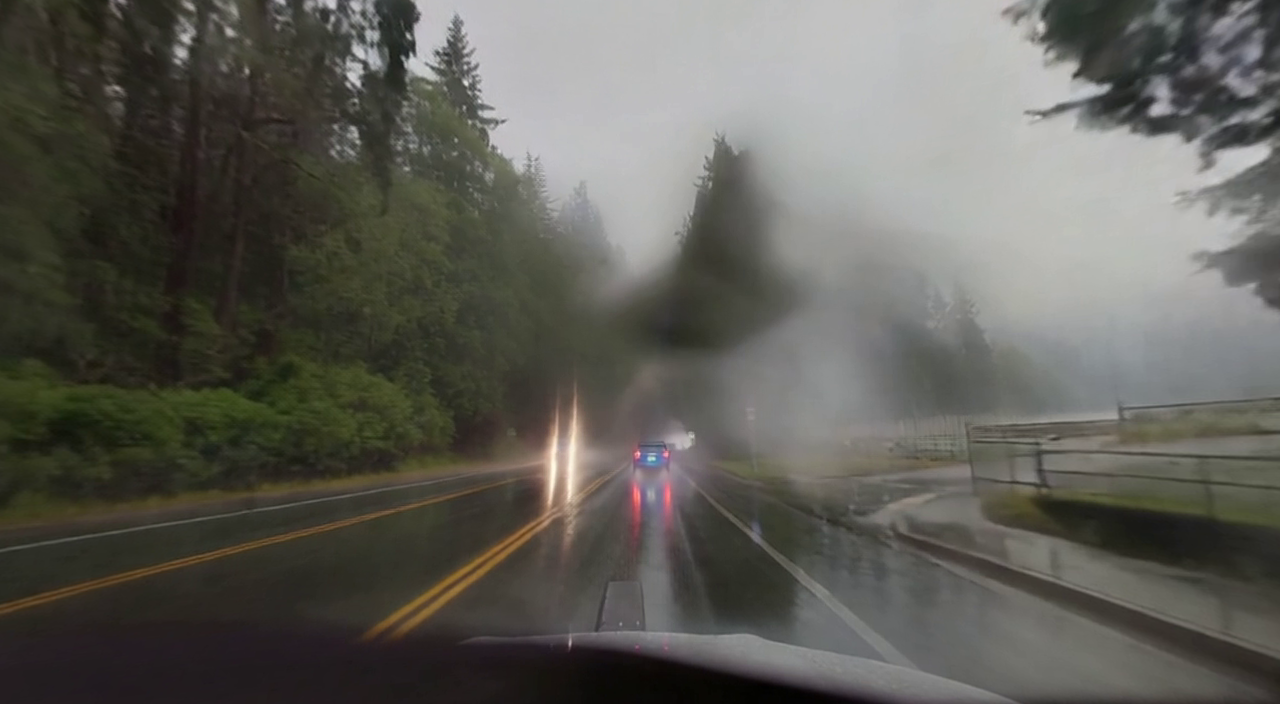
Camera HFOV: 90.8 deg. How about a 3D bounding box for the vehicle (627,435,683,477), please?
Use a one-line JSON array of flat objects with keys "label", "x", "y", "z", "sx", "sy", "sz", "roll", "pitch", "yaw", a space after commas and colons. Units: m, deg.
[{"label": "vehicle", "x": 0.649, "y": 4.563, "z": 27.941, "sx": 2.294, "sy": 1.708, "sz": 4.110, "roll": 0, "pitch": -9, "yaw": 1}]
